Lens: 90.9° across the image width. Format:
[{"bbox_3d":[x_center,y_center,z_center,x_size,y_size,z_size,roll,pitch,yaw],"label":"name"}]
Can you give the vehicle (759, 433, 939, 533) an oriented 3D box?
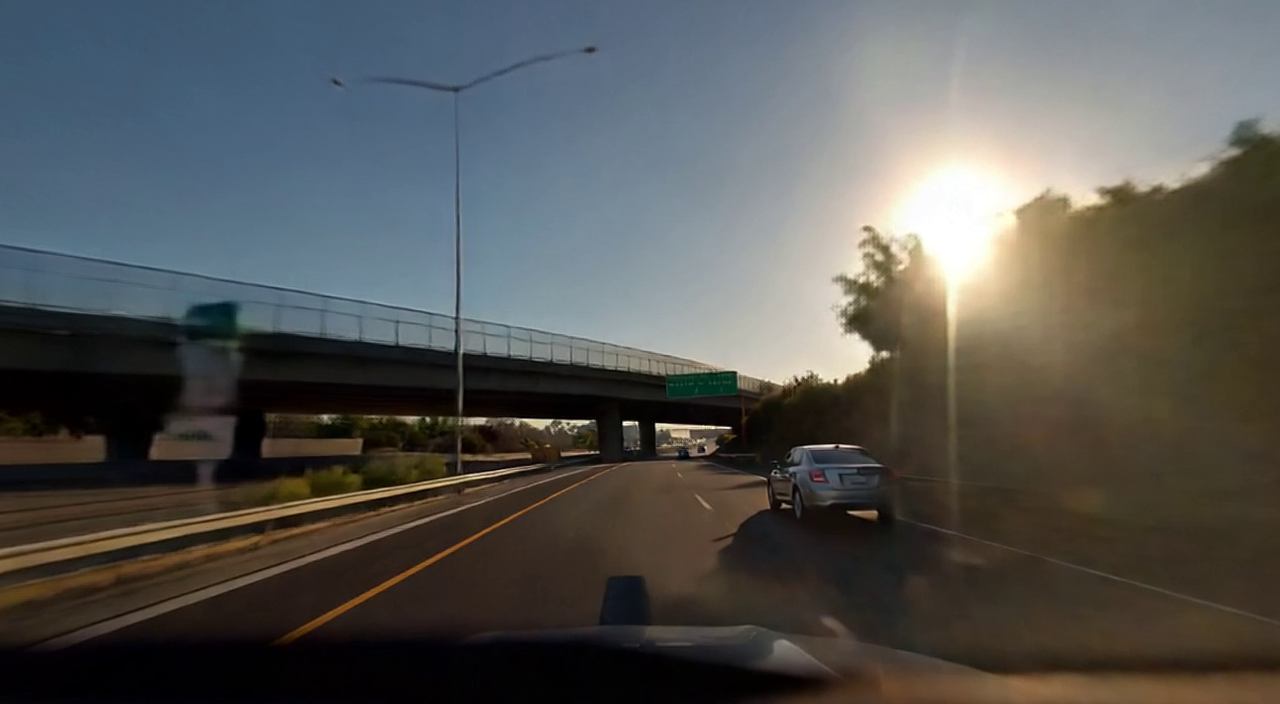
[{"bbox_3d":[3.621,2.336,11.834,1.997,1.515,4.025,0,-9,0],"label":"vehicle"}]
